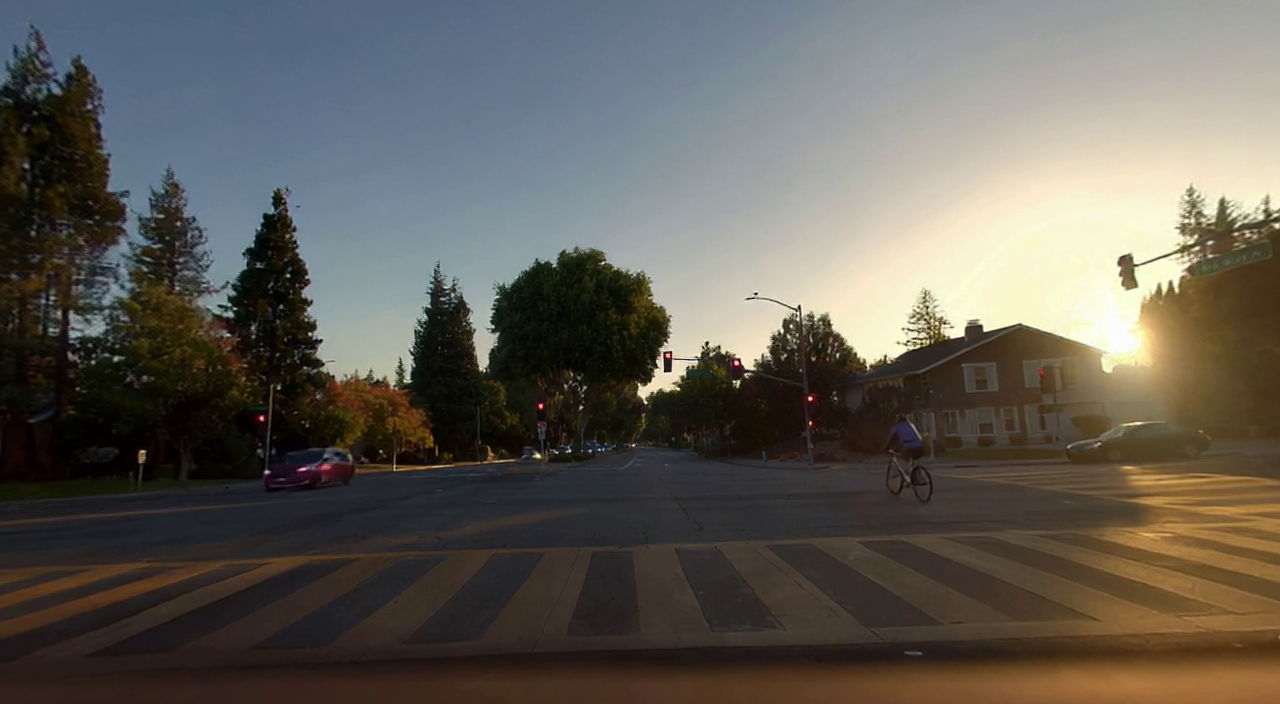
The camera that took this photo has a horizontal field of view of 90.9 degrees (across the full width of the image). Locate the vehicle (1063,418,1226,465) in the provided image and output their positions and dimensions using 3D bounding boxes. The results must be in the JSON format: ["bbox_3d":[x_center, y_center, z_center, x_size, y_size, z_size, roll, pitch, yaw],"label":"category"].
[{"bbox_3d":[17.306,3.100,21.773,3.969,1.493,1.823,0,-9,1],"label":"vehicle"}]

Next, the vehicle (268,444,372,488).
[{"bbox_3d":[-14.089,5.017,28.108,2.148,1.753,4.558,0,-9,1],"label":"vehicle"}]
